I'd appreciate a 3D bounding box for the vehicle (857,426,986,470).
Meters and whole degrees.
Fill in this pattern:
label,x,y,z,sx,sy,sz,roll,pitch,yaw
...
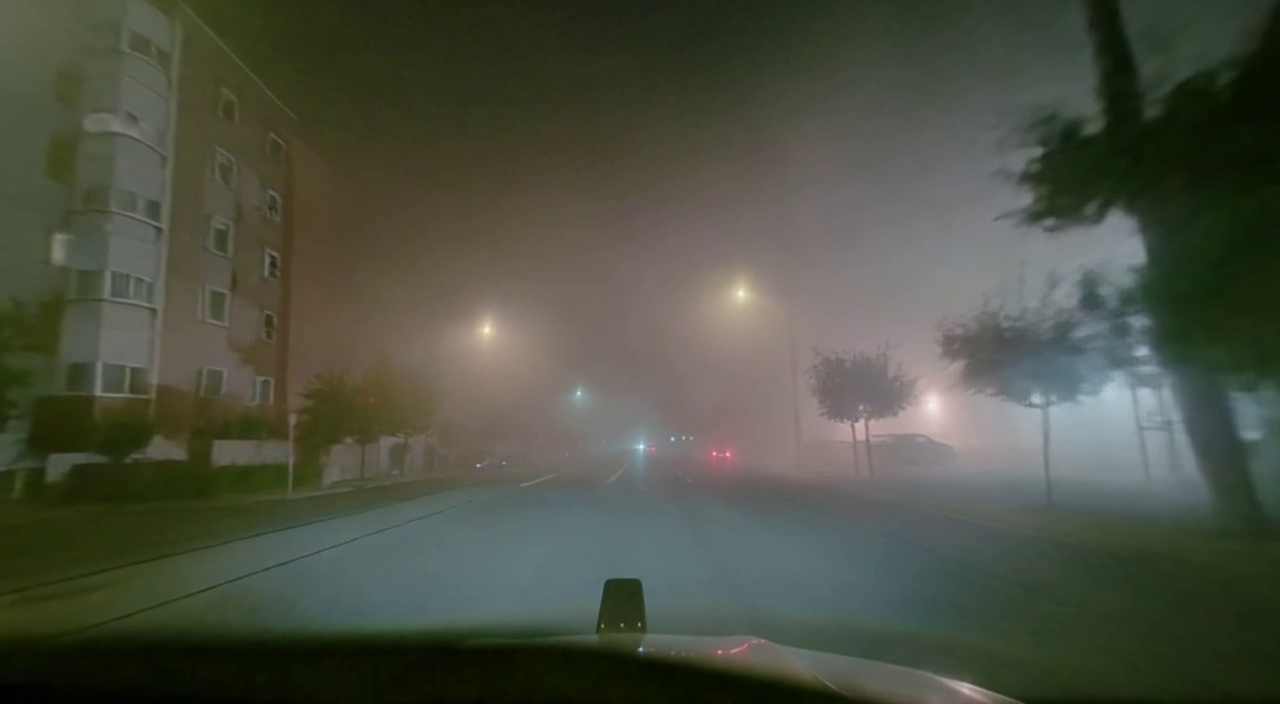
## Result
label,x,y,z,sx,sy,sz,roll,pitch,yaw
vehicle,13.120,4.514,29.552,5.015,1.934,2.150,-1,-8,3

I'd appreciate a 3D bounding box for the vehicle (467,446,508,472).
label,x,y,z,sx,sy,sz,roll,pitch,yaw
vehicle,-11.701,8.184,48.478,1.979,1.759,4.435,-4,-8,1
